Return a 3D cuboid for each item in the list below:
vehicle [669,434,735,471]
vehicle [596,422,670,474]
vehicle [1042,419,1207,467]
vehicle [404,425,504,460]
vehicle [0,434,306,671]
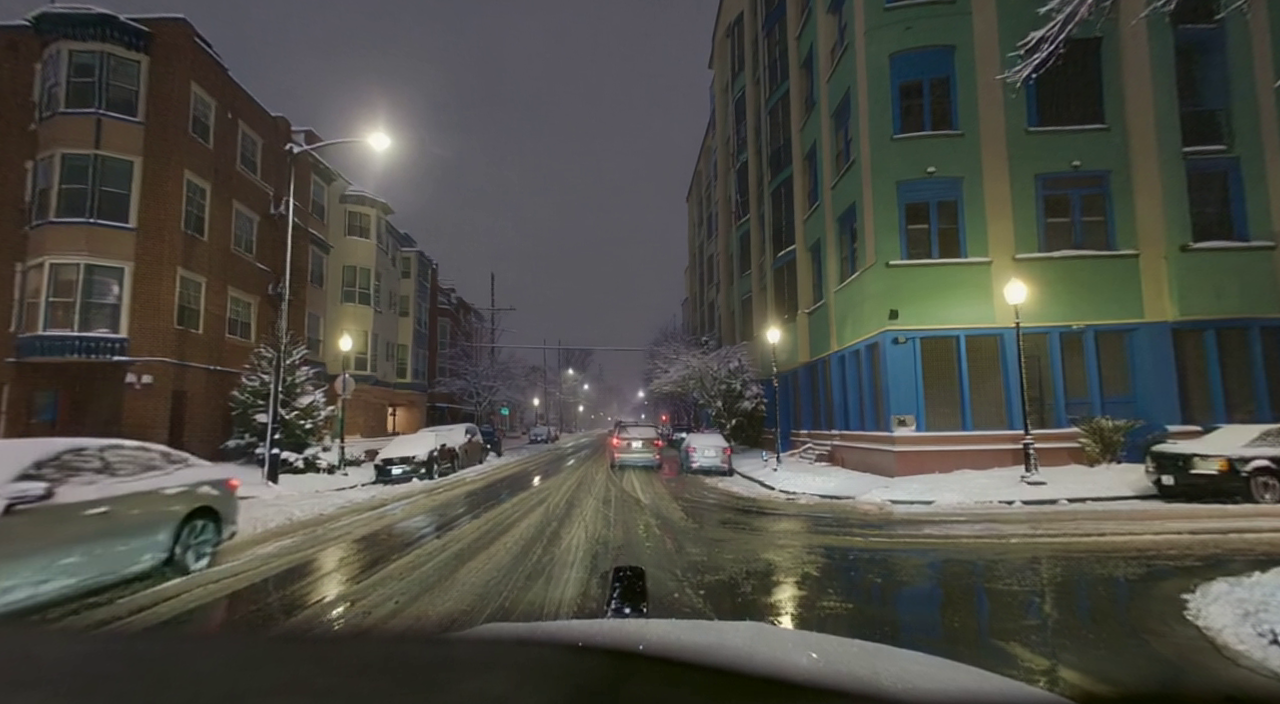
[{"bbox_3d":[2.548,4.298,27.078,2.290,1.456,4.503,0,-8,-1],"label":"vehicle"},{"bbox_3d":[-0.395,3.834,25.255,2.412,1.834,4.636,1,-9,-7],"label":"vehicle"},{"bbox_3d":[15.360,2.917,20.142,3.752,1.453,1.709,0,-9,2],"label":"vehicle"},{"bbox_3d":[-11.430,5.592,38.877,5.540,1.950,2.113,4,-12,-28],"label":"vehicle"},{"bbox_3d":[-5.215,1.475,5.415,2.226,1.465,5.034,0,-9,-4],"label":"vehicle"}]
